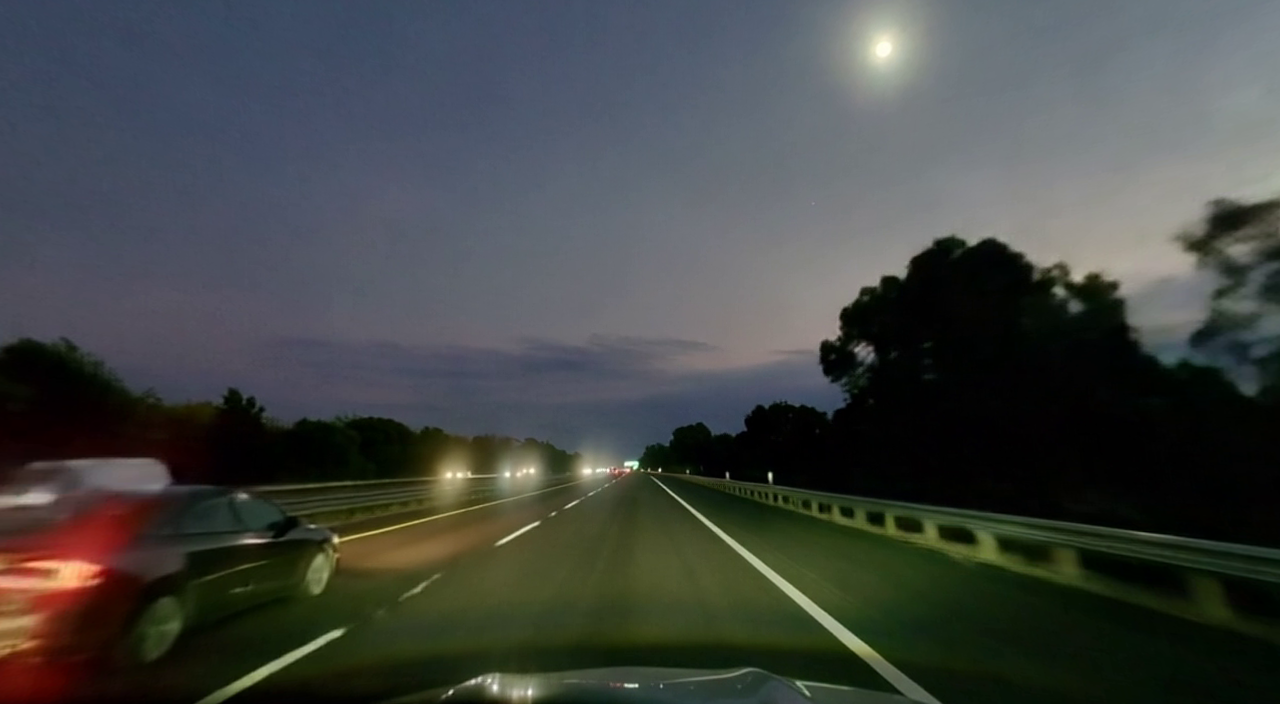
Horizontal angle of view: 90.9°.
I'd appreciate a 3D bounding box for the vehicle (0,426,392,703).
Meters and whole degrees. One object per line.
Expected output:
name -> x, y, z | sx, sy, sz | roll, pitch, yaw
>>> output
vehicle -> -3.829, 1.335, 4.336 | 2.146, 1.441, 5.020 | 1, -11, 0
